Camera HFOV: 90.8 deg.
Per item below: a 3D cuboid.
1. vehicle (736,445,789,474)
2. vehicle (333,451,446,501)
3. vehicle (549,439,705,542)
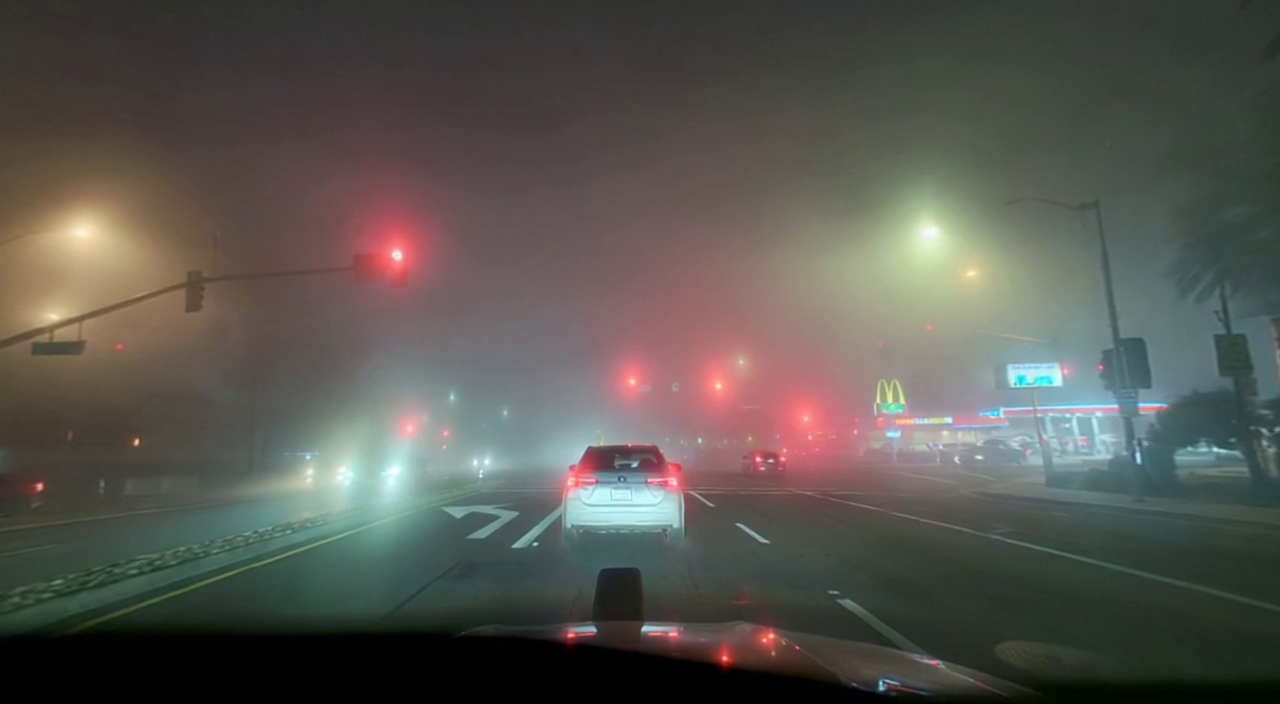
[{"bbox_3d":[6.779,5.985,35.422,2.017,1.491,4.420,0,-8,-1],"label":"vehicle"},{"bbox_3d":[-8.232,4.084,21.286,1.904,1.450,4.689,0,-8,0],"label":"vehicle"},{"bbox_3d":[-0.247,2.357,11.555,2.270,1.475,4.571,0,-8,-2],"label":"vehicle"}]
